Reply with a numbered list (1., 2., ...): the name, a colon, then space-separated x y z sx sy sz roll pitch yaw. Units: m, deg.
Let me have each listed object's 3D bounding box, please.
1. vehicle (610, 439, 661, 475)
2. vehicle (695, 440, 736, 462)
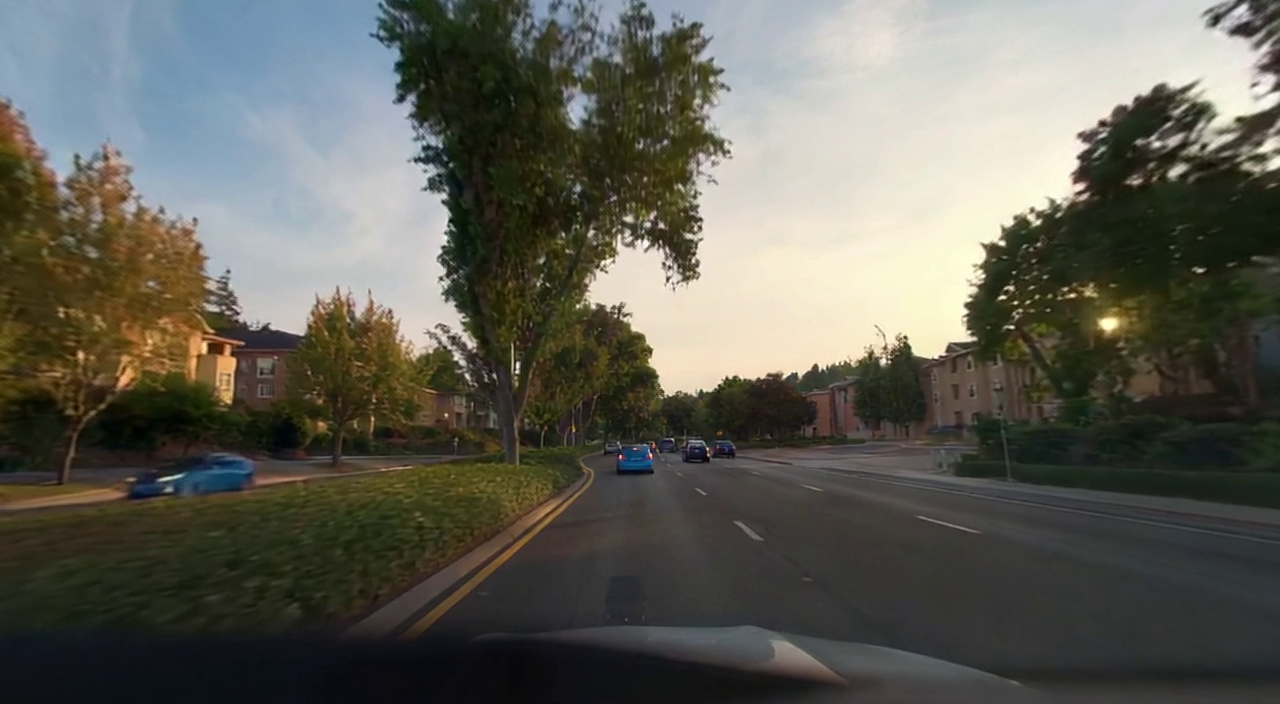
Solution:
1. vehicle: -0.161 4.624 27.985 2.102 1.481 3.907 0 -8 0
2. vehicle: 5.318 7.089 45.158 2.067 1.514 4.188 0 -9 -5
